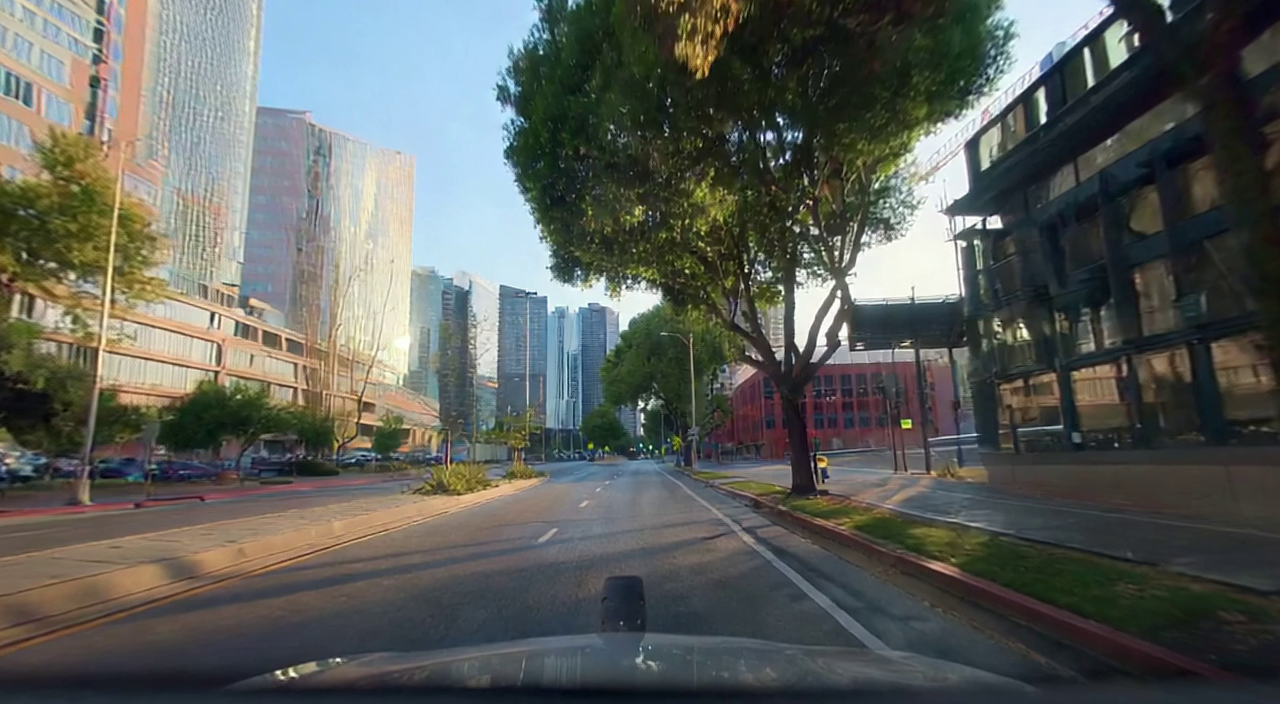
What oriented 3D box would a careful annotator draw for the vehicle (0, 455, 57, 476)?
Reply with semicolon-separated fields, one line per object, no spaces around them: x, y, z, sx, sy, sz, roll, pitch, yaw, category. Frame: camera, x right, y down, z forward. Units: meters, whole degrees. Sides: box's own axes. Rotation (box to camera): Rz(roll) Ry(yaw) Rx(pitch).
-43.454;7.948;44.087;3.564;1.431;1.678;0;-9;1;vehicle
